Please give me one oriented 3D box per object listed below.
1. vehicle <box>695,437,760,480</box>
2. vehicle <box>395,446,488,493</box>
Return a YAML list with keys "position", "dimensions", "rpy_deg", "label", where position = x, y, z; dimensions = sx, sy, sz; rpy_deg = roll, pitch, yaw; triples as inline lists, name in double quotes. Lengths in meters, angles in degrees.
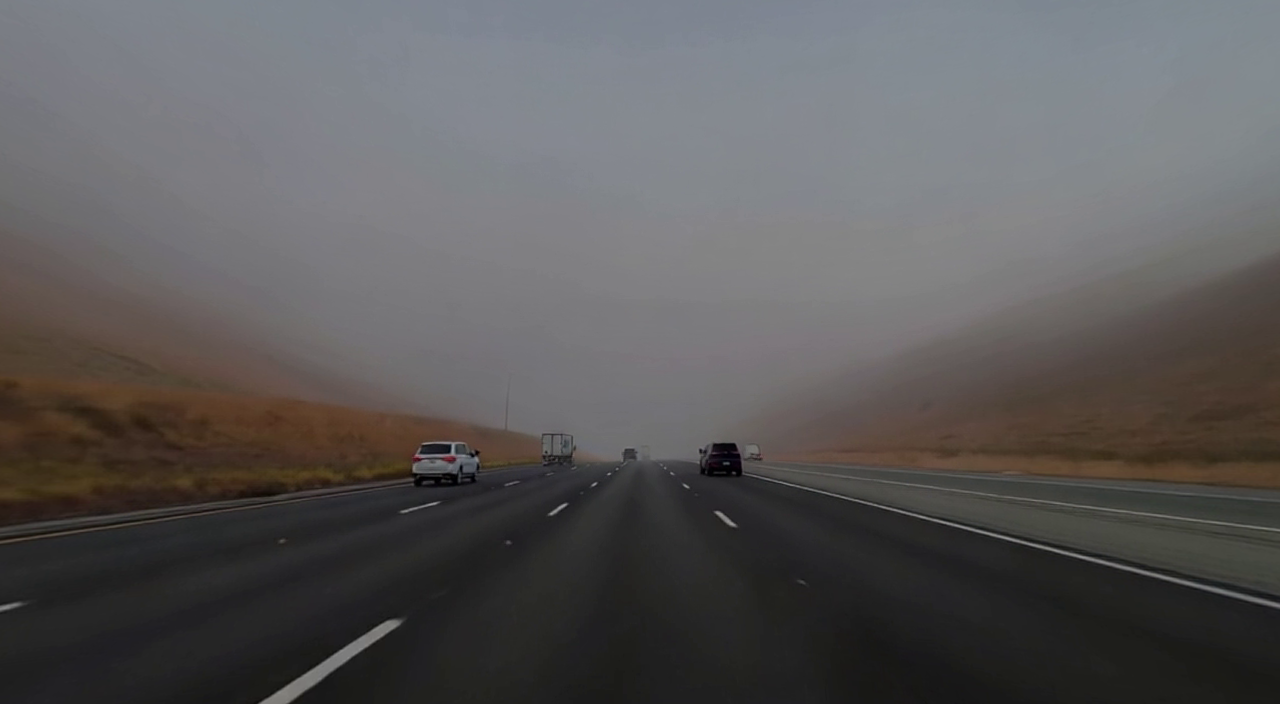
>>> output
- position: [3.861, 4.814, 28.692]
  dimensions: [2.231, 1.789, 4.700]
  rpy_deg: [0, -9, -1]
  label: "vehicle"
- position: [-7.244, 4.306, 23.570]
  dimensions: [1.935, 1.550, 4.883]
  rpy_deg: [0, -9, 0]
  label: "vehicle"
